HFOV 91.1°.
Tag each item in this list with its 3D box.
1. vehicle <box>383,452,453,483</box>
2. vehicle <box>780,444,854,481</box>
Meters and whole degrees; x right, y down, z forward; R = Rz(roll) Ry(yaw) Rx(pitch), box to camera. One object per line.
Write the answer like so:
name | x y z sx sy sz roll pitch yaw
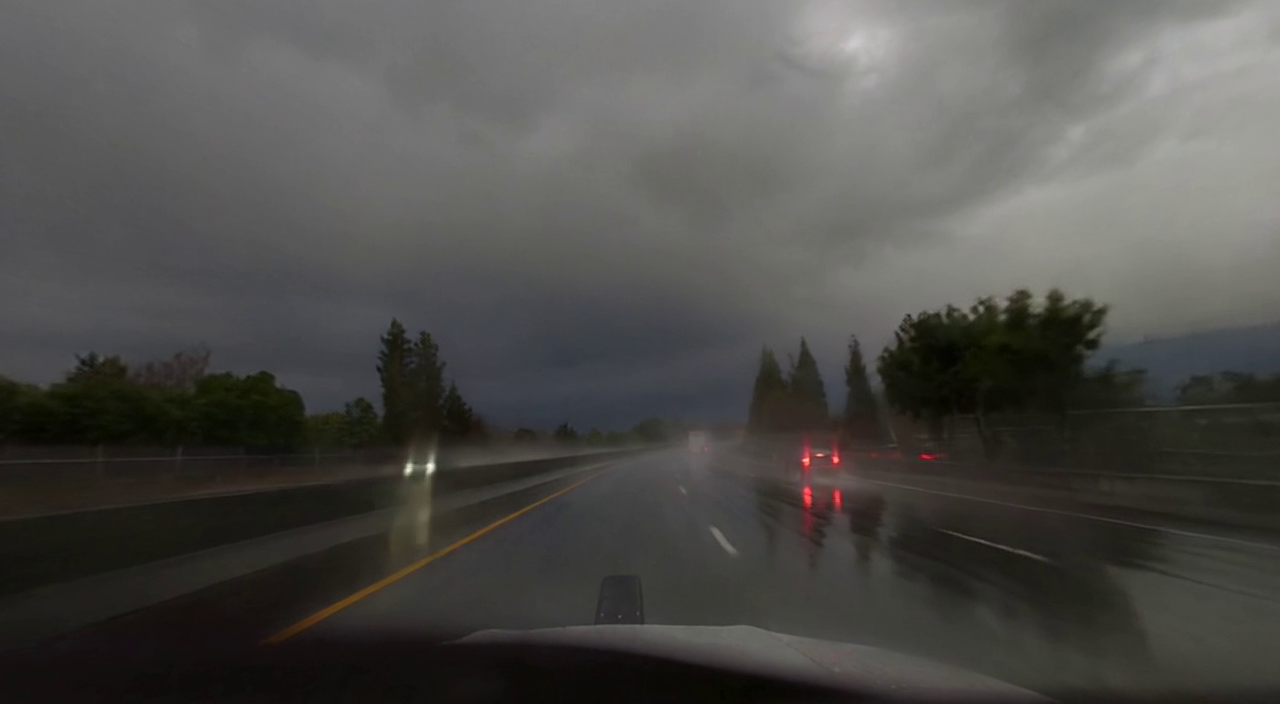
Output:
vehicle | -12.261 6.390 35.085 2.061 1.520 4.669 -1 -9 2
vehicle | 7.896 4.966 28.489 1.983 1.486 4.545 0 -9 0
